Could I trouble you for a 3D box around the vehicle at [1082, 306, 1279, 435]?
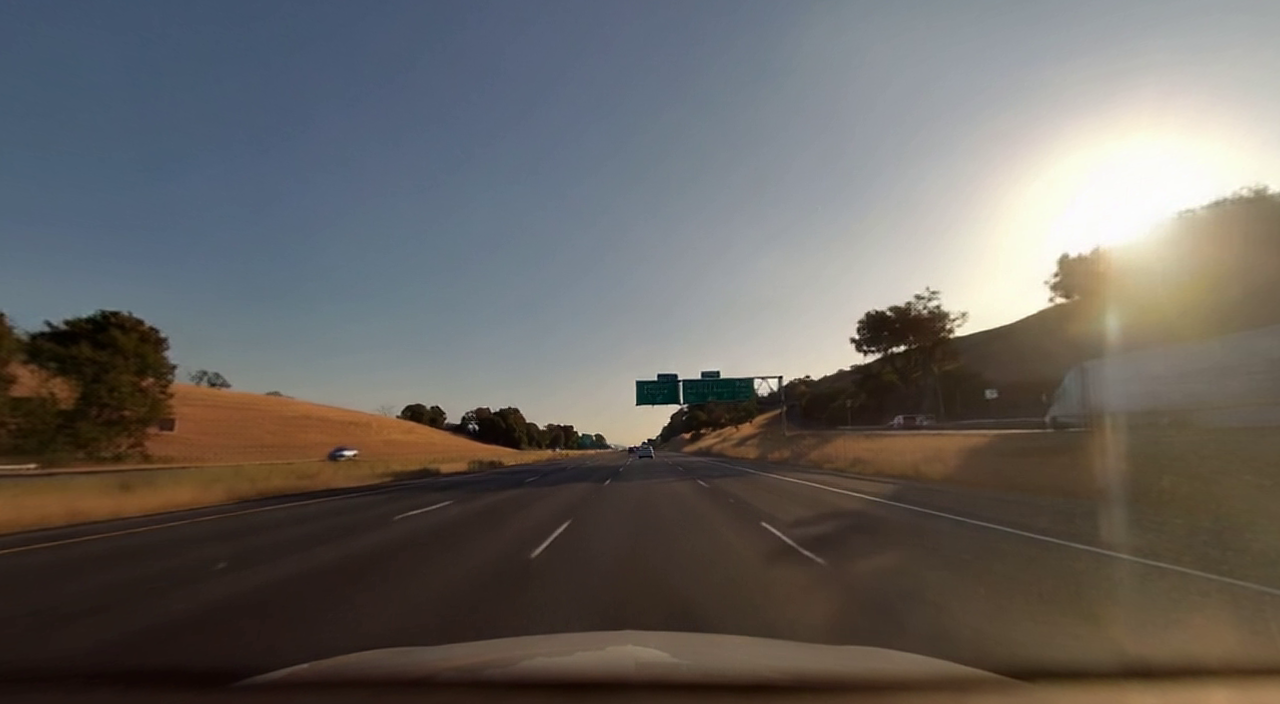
[{"bbox_3d":[23.400,0.718,22.657,2.978,4.245,16.936,0,-8,0],"label":"vehicle"}]
